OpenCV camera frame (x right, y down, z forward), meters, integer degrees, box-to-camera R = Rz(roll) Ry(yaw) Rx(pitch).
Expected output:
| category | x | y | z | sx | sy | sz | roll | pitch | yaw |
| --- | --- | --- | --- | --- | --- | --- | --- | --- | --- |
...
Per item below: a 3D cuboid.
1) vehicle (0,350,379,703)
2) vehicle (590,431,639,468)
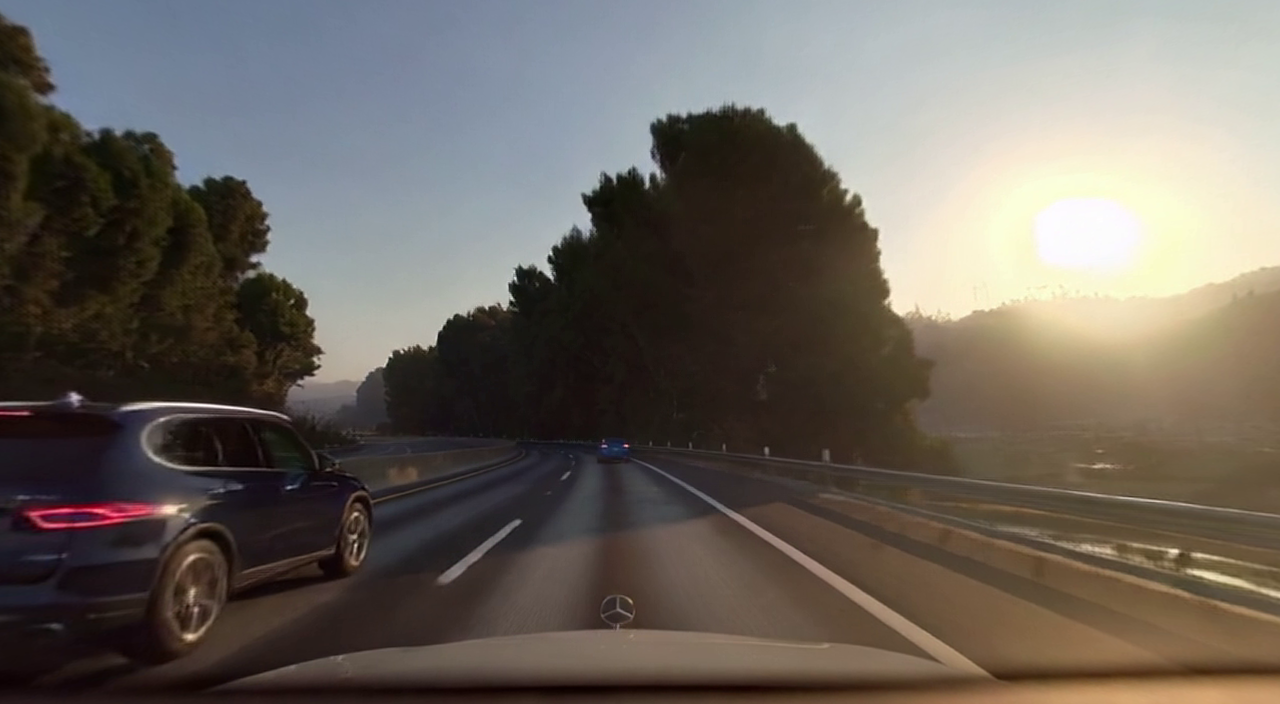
| category | x | y | z | sx | sy | sz | roll | pitch | yaw |
| --- | --- | --- | --- | --- | --- | --- | --- | --- | --- |
| vehicle | -4.246 | 1.232 | 5.351 | 2.053 | 1.847 | 4.760 | 0 | -8 | -1 |
| vehicle | -1.439 | 5.231 | 33.944 | 2.452 | 1.857 | 4.022 | 1 | -8 | -4 |
